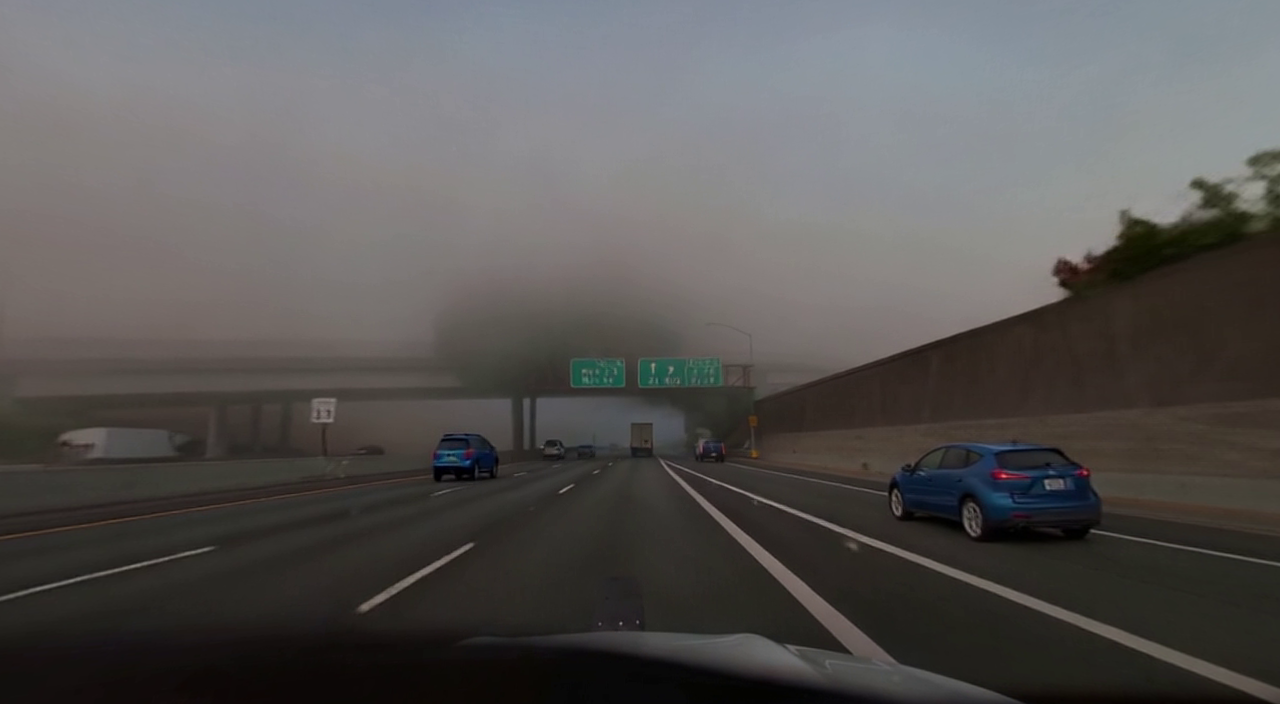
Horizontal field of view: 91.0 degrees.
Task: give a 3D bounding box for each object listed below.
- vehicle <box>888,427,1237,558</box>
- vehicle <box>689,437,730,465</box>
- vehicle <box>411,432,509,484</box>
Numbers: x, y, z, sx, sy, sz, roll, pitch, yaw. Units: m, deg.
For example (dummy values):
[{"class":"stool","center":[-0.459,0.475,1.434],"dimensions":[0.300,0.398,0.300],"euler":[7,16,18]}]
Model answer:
[{"class":"vehicle","center":[5.885,2.002,9.729],"dimensions":[2.075,1.510,4.569],"euler":[0,-9,-2]},{"class":"vehicle","center":[4.940,7.120,45.228],"dimensions":[2.220,1.898,4.752],"euler":[0,-9,-2]},{"class":"vehicle","center":[-6.590,3.960,23.776],"dimensions":[2.179,1.753,4.999],"euler":[0,-9,0]}]
